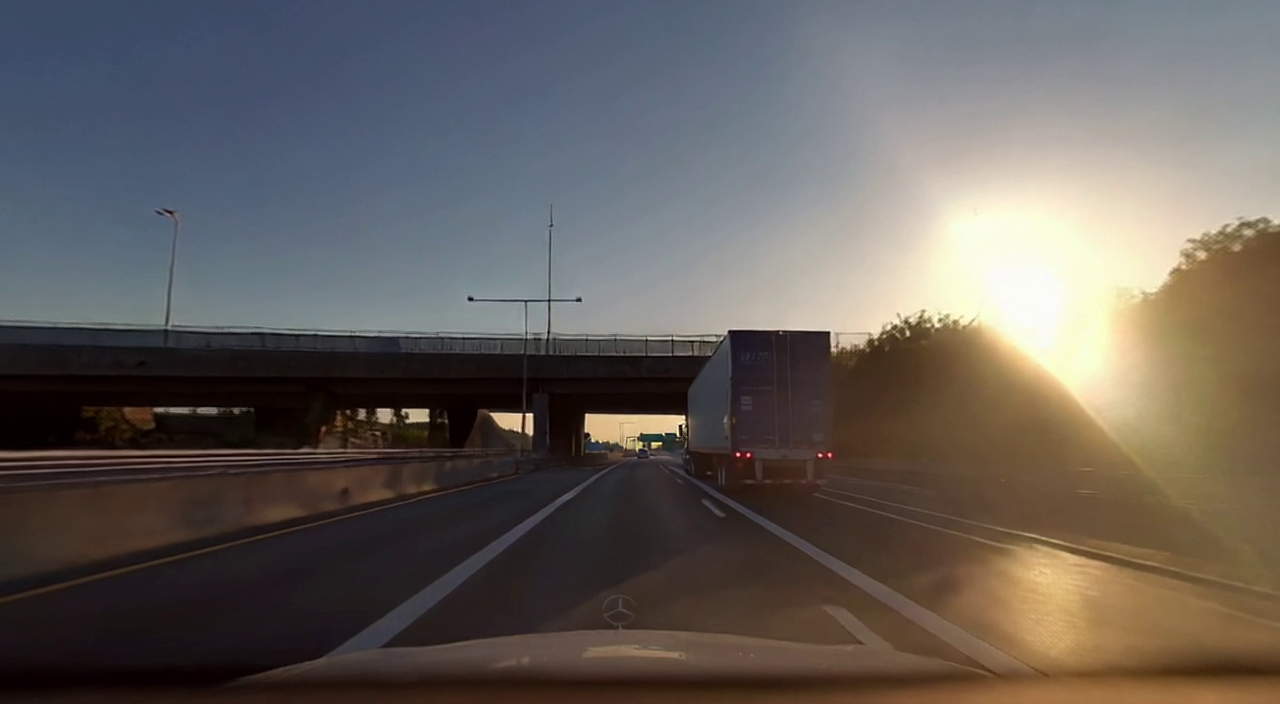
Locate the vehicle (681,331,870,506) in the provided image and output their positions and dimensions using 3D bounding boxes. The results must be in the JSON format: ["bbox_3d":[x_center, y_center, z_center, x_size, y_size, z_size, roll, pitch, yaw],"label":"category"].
[{"bbox_3d":[3.556,2.607,21.714,3.244,4.020,14.561,0,-9,0],"label":"vehicle"}]
